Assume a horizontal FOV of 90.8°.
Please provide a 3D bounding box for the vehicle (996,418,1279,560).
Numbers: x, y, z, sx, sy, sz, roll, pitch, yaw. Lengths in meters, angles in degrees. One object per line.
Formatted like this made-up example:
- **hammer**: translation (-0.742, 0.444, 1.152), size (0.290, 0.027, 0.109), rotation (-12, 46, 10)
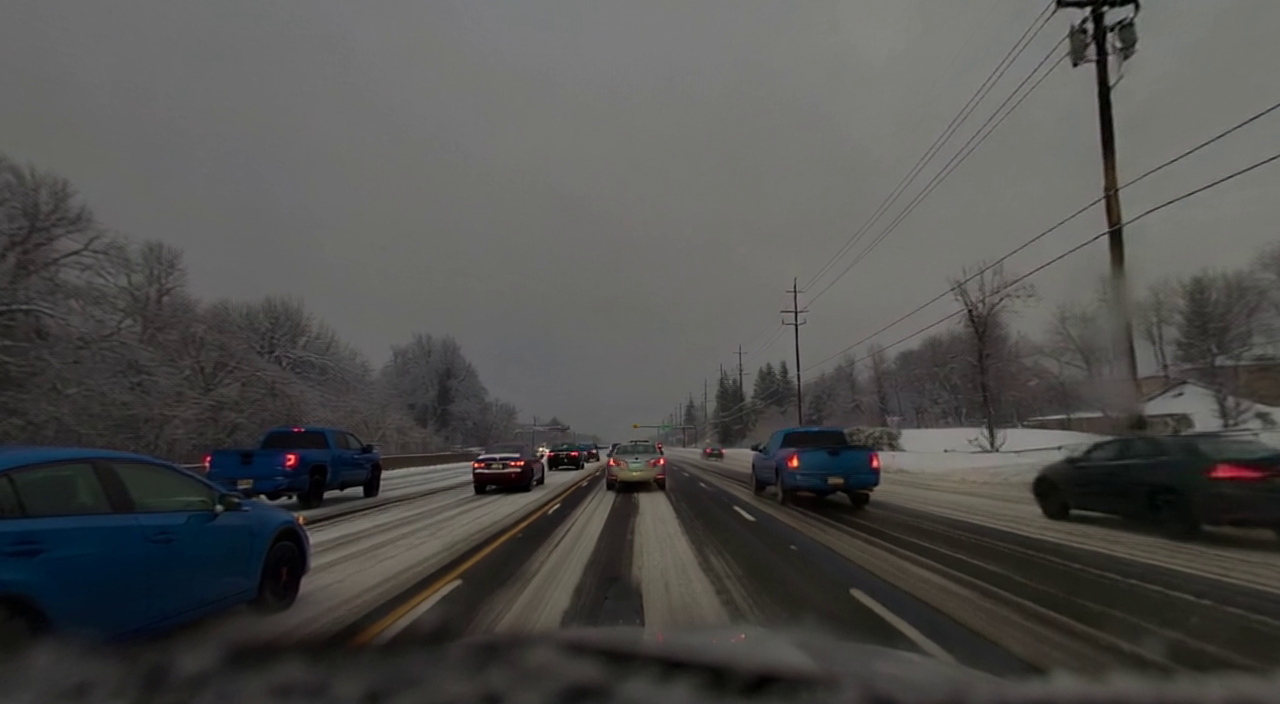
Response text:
- **vehicle**: translation (7.929, 1.925, 9.745), size (1.969, 1.608, 4.865), rotation (0, -8, -1)

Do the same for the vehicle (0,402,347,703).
- **vehicle**: translation (-3.773, 1.095, 3.600), size (1.955, 1.481, 4.604), rotation (0, -8, 1)

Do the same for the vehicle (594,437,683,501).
- **vehicle**: translation (-0.075, 3.096, 17.215), size (2.102, 1.499, 4.439), rotation (0, -8, -1)

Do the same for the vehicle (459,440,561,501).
- **vehicle**: translation (-3.407, 3.176, 17.409), size (1.899, 1.437, 4.131), rotation (0, -8, 1)

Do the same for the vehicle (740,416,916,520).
- **vehicle**: translation (3.740, 2.435, 13.847), size (2.113, 1.800, 5.376), rotation (0, -8, -1)
